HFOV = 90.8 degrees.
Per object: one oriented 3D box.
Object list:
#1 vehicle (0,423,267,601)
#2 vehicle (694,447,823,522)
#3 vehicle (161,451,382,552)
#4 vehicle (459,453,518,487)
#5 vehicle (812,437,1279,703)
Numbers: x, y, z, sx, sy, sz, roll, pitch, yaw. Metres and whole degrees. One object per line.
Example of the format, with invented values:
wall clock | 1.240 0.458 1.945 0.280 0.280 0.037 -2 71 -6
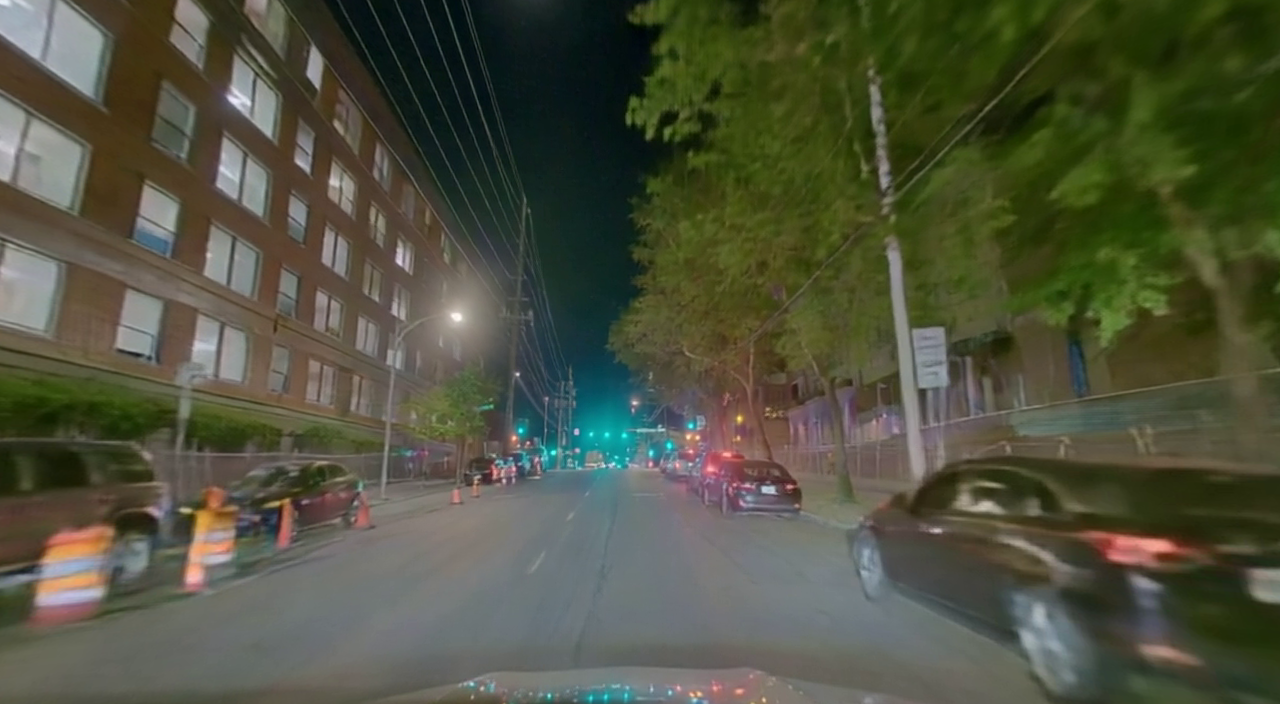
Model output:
vehicle | -7.806 1.774 7.361 5.507 1.819 2.077 2 -9 -16
vehicle | 2.613 3.057 15.267 2.010 1.499 4.754 0 -8 -2
vehicle | -6.726 2.714 12.225 1.900 1.520 4.320 0 -8 -4
vehicle | -7.229 5.640 30.562 1.968 1.450 4.271 0 -8 -3
vehicle | 3.132 1.377 4.589 2.077 1.445 4.897 0 -8 -4
